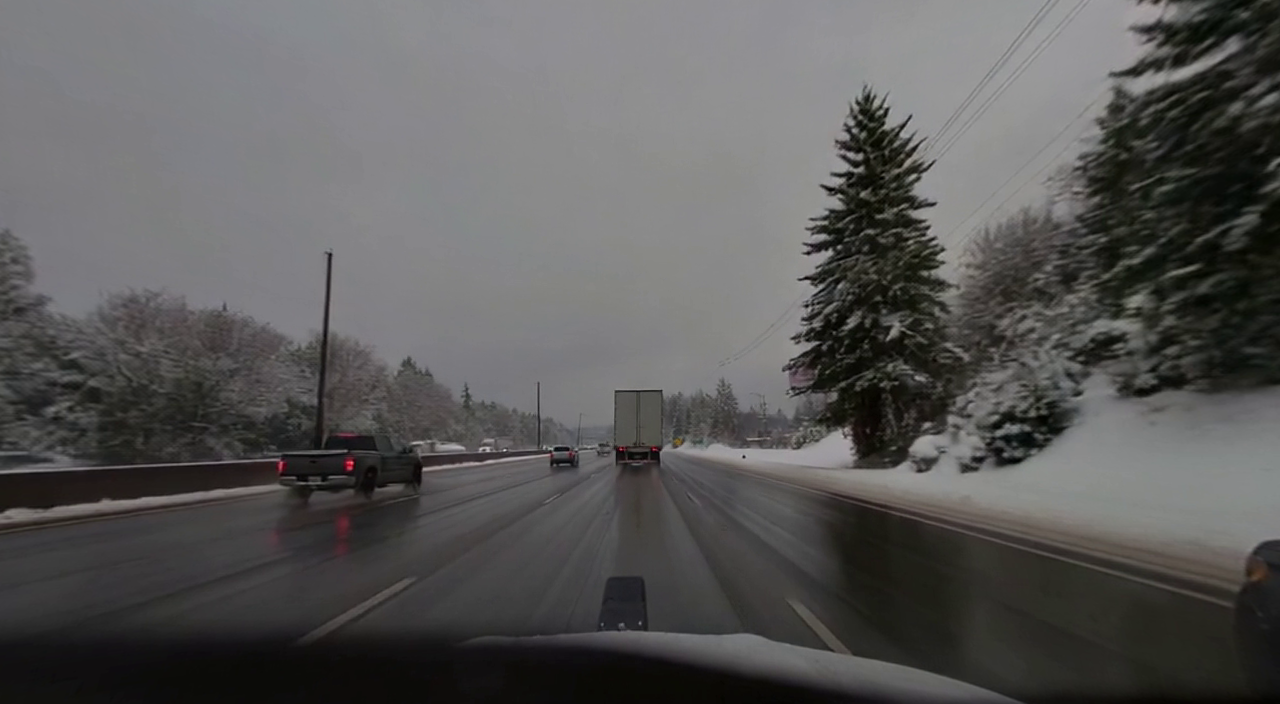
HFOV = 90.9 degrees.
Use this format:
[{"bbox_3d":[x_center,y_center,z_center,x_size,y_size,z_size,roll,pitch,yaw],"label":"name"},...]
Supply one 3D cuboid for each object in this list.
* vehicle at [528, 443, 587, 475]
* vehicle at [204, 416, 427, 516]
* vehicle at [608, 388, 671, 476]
[{"bbox_3d":[-4.013,5.309,31.546,2.138,1.469,4.677,0,-8,2],"label":"vehicle"},{"bbox_3d":[-7.350,2.651,15.307,2.263,1.936,5.802,0,-8,1],"label":"vehicle"},{"bbox_3d":[0.022,4.459,34.419,2.879,4.027,11.243,0,-8,1],"label":"vehicle"}]
